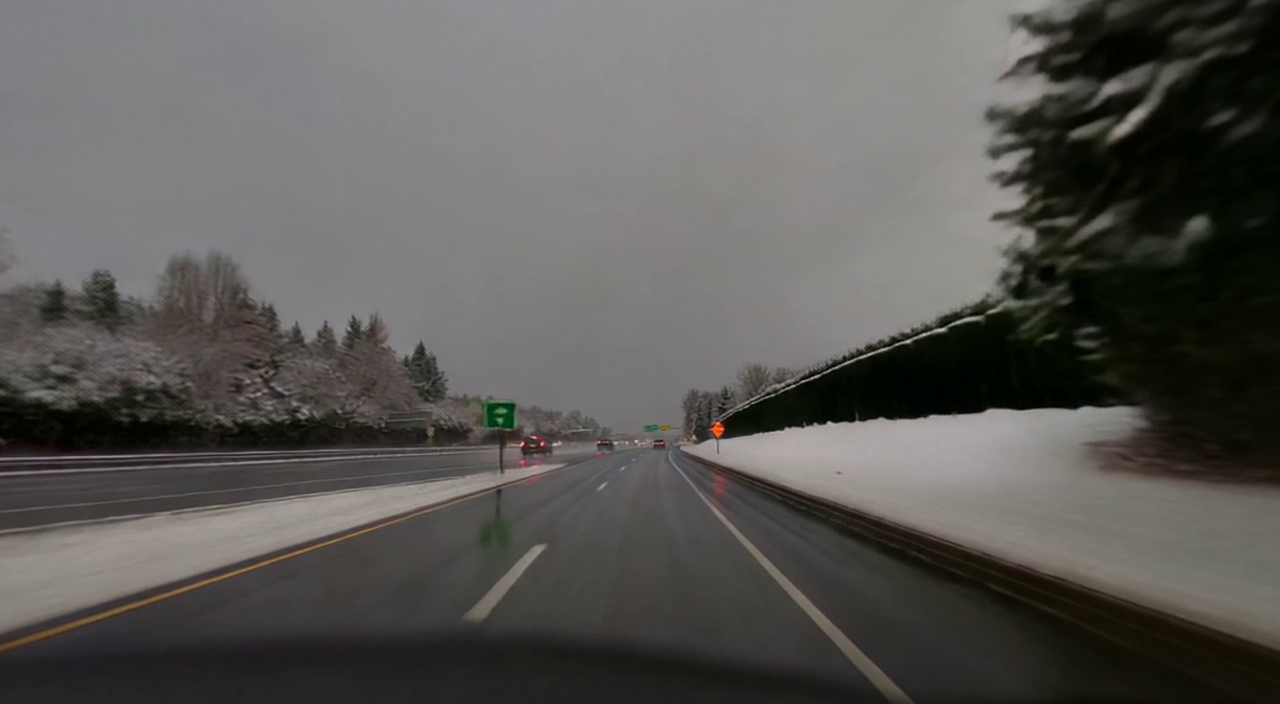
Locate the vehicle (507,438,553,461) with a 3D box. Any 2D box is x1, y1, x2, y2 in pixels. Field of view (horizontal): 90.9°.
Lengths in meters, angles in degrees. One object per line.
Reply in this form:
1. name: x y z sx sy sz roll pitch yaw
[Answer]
1. vehicle: -8.035 7.130 46.392 2.141 1.612 3.998 -1 -8 9
